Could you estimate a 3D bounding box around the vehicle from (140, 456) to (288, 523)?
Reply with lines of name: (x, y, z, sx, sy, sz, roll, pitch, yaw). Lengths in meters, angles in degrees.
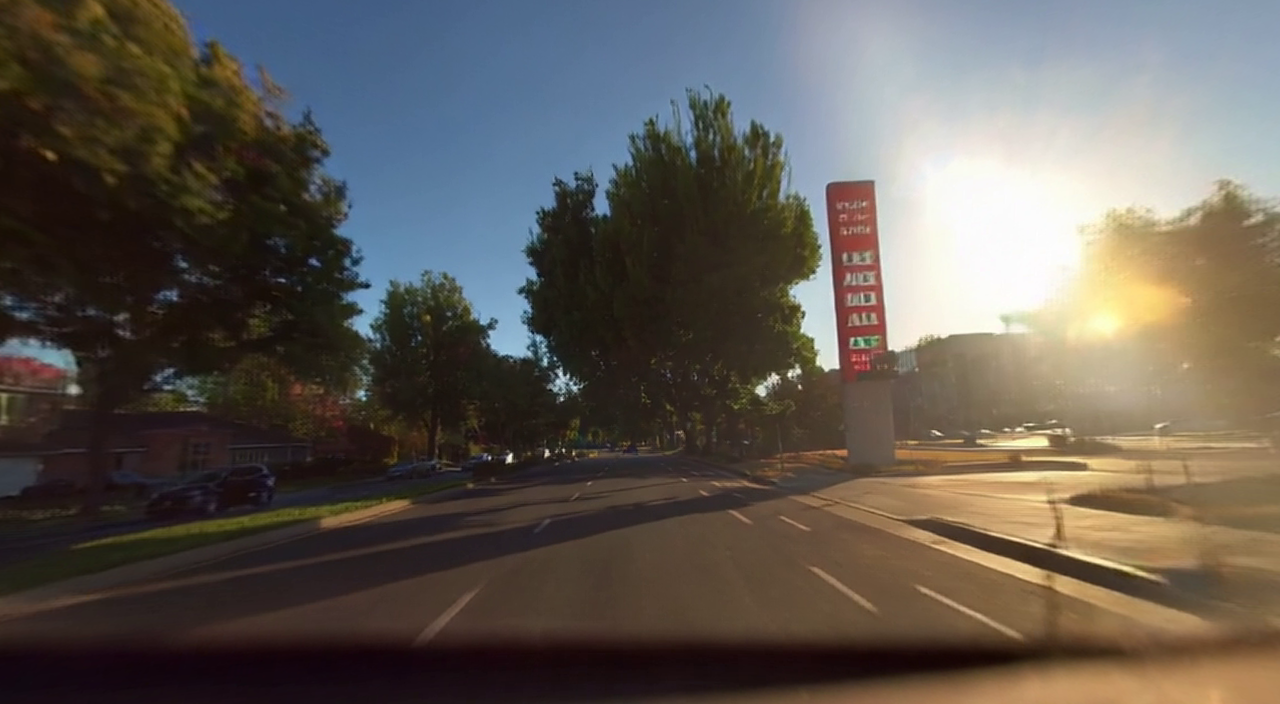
vehicle: (-12.658, 4.048, 19.092, 1.953, 1.558, 3.839, -6, -8, -2)

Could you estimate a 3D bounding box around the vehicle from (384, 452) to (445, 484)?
vehicle: (-12.809, 6.545, 36.078, 1.986, 1.488, 4.330, -4, -8, -2)

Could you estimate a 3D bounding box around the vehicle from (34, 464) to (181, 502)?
vehicle: (-23.515, 5.790, 28.018, 4.718, 1.500, 1.943, 0, -8, 0)
